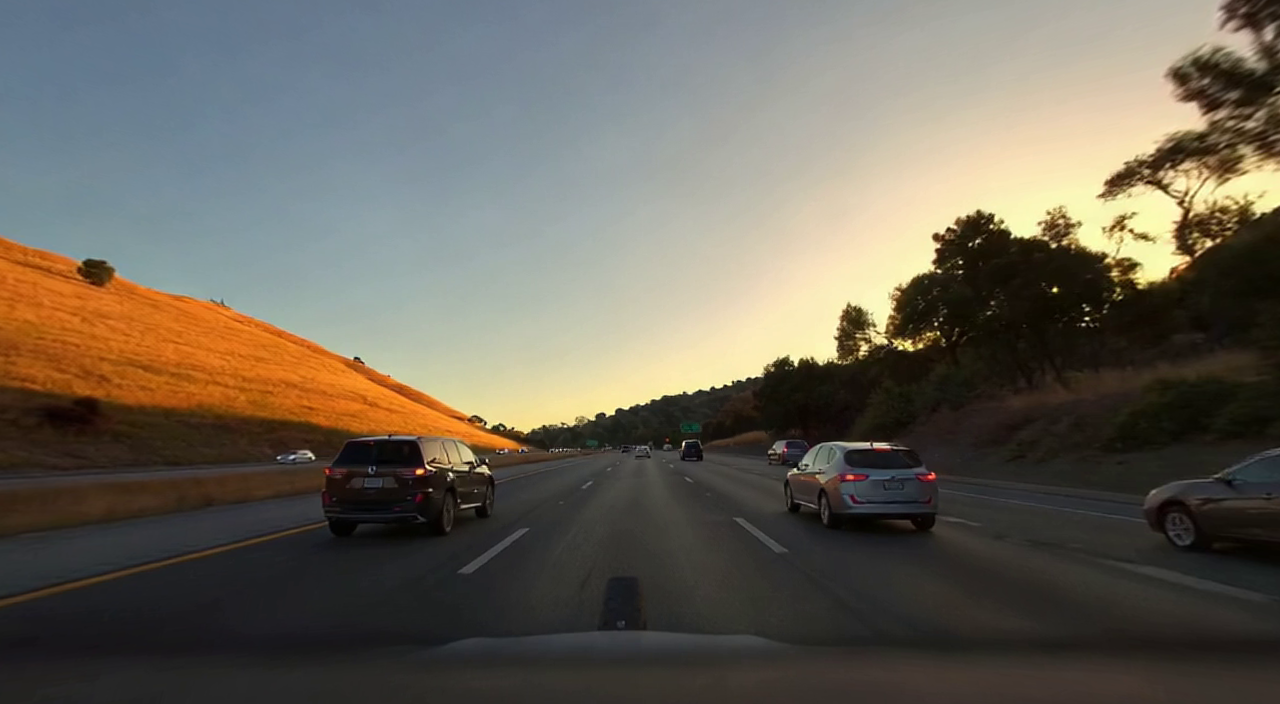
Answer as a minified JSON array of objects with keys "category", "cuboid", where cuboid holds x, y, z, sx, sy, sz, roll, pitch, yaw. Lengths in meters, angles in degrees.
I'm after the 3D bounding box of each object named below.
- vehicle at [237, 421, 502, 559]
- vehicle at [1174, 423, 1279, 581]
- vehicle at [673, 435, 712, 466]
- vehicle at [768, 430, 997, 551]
[{"category":"vehicle","cuboid":[-3.805,2.019,9.981,2.166,1.672,4.388,0,-8,1]},{"category":"vehicle","cuboid":[7.115,1.227,4.674,2.035,1.486,4.867,0,-8,0]},{"category":"vehicle","cuboid":[3.476,6.603,42.502,2.121,1.925,5.056,0,-8,-1]},{"category":"vehicle","cuboid":[3.470,2.054,10.077,1.941,1.481,4.300,0,-8,0]}]
